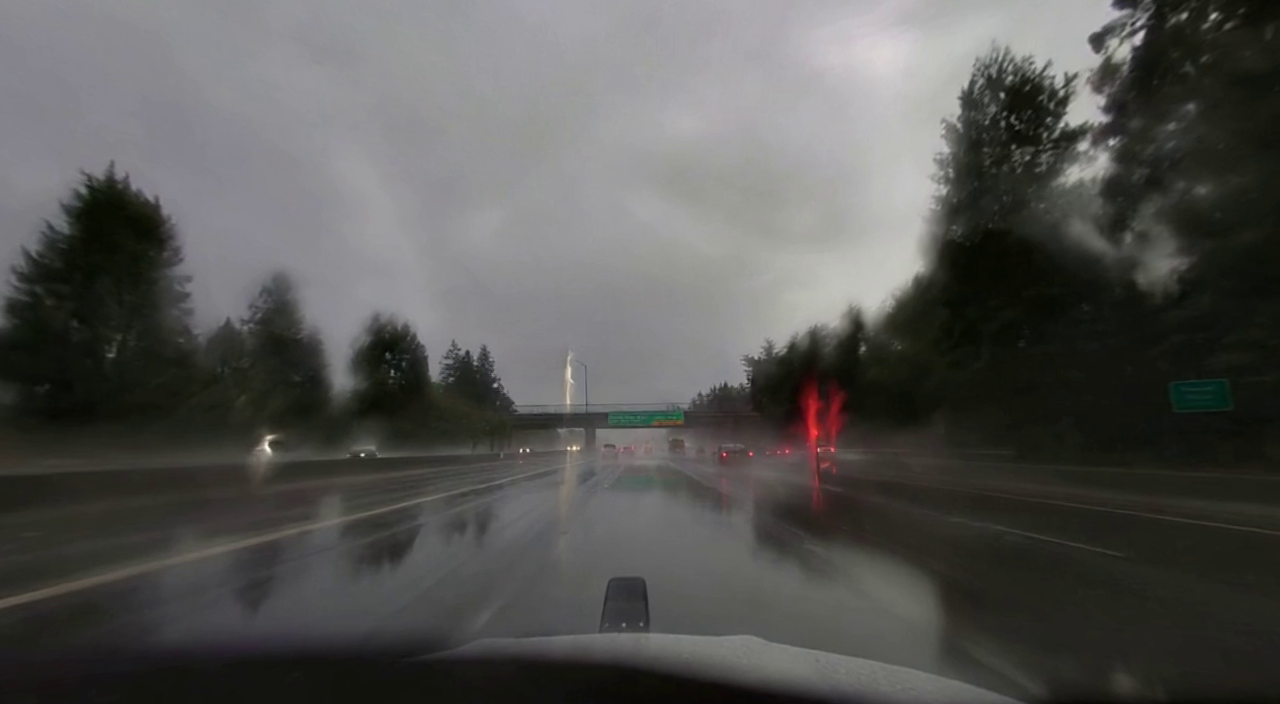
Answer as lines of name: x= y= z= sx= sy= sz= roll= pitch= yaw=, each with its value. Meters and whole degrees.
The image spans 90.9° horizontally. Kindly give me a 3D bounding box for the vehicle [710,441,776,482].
vehicle: x=4.086 y=4.405 z=25.710 sx=1.908 sy=1.483 sz=4.259 roll=0 pitch=-8 yaw=-1
